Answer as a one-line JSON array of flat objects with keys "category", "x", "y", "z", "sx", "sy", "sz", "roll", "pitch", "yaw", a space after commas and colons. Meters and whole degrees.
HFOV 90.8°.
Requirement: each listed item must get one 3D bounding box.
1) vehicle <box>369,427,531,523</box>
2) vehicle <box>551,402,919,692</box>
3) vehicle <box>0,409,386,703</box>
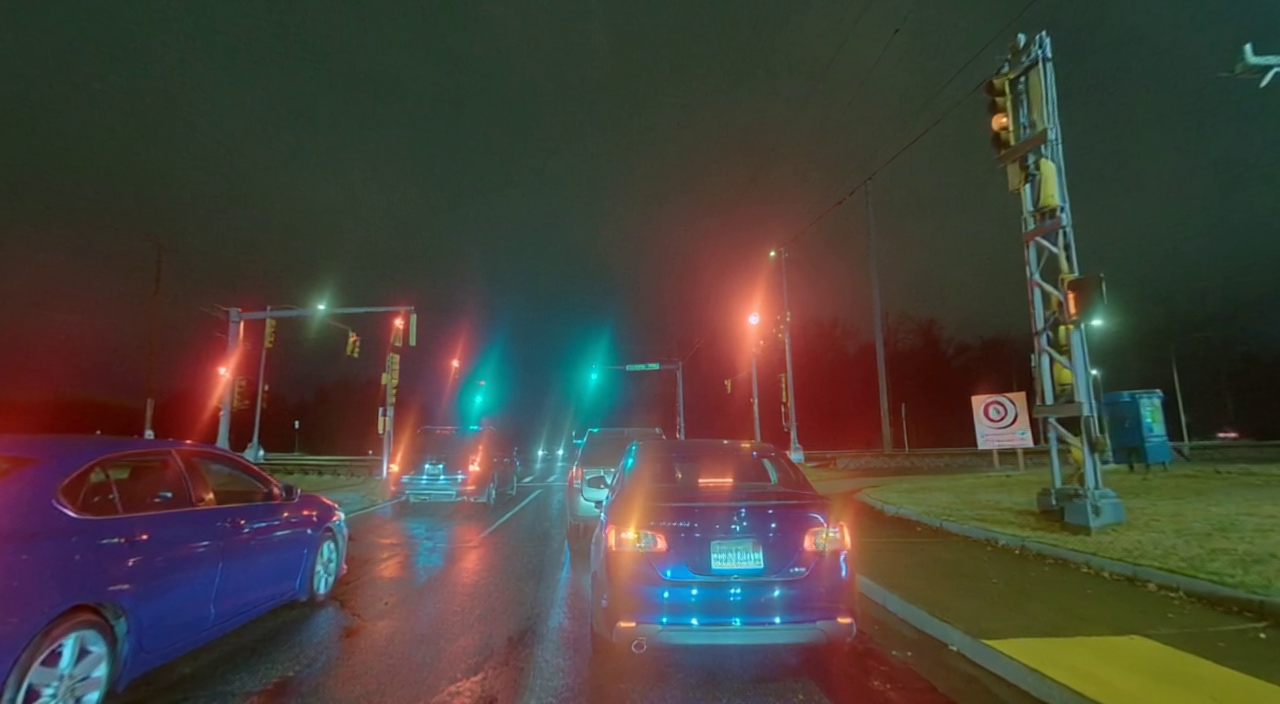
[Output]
[{"category": "vehicle", "x": -3.370, "y": 2.260, "z": 12.080, "sx": 1.984, "sy": 1.505, "sz": 3.982, "roll": 0, "pitch": -9, "yaw": -2}, {"category": "vehicle", "x": 0.402, "y": 1.338, "z": 5.458, "sx": 1.998, "sy": 1.529, "sz": 3.960, "roll": 1, "pitch": -9, "yaw": -4}, {"category": "vehicle", "x": -3.716, "y": 1.249, "z": 4.451, "sx": 1.956, "sy": 1.468, "sz": 4.585, "roll": 0, "pitch": -9, "yaw": 0}]
